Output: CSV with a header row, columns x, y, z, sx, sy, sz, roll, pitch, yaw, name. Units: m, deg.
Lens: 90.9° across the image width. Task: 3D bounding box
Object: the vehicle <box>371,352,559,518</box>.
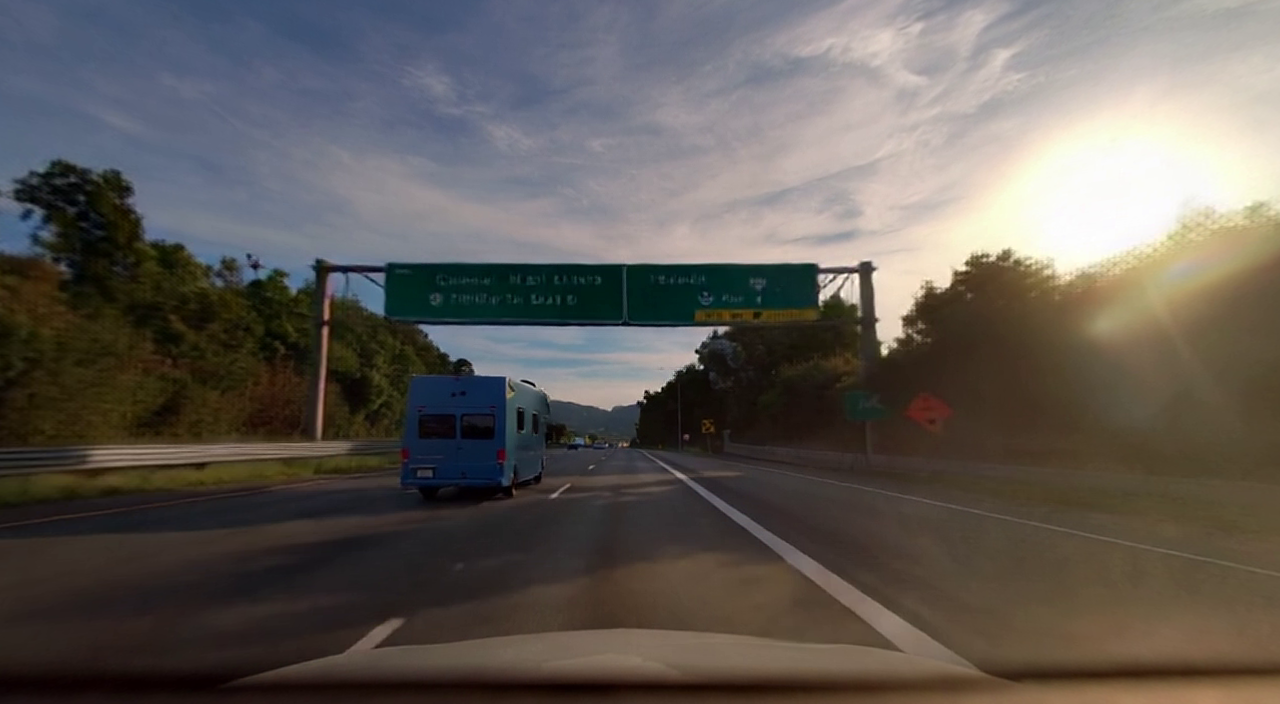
x,y,z,sx,sy,sz,roll,pitch,yaw,name
-3.949,2.105,16.258,2.676,3.269,7.388,-1,-7,0,vehicle
